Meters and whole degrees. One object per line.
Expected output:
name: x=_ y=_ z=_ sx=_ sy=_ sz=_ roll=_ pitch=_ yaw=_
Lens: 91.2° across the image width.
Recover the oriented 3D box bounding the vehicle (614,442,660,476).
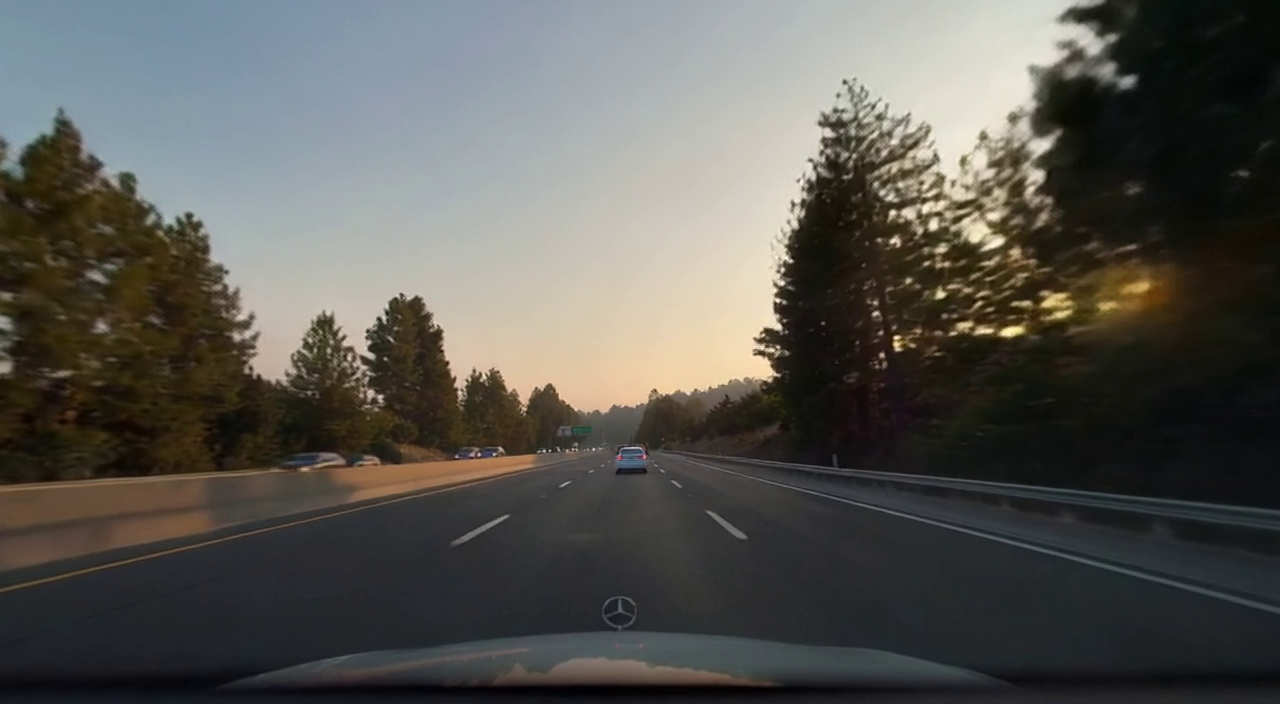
vehicle: x=-0.179 y=5.197 z=30.651 sx=2.095 sy=1.537 sz=4.017 roll=0 pitch=-9 yaw=-1

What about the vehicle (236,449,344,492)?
vehicle: x=-13.636 y=4.622 z=24.746 sx=1.896 sy=1.509 sz=4.060 roll=0 pitch=-9 yaw=0
